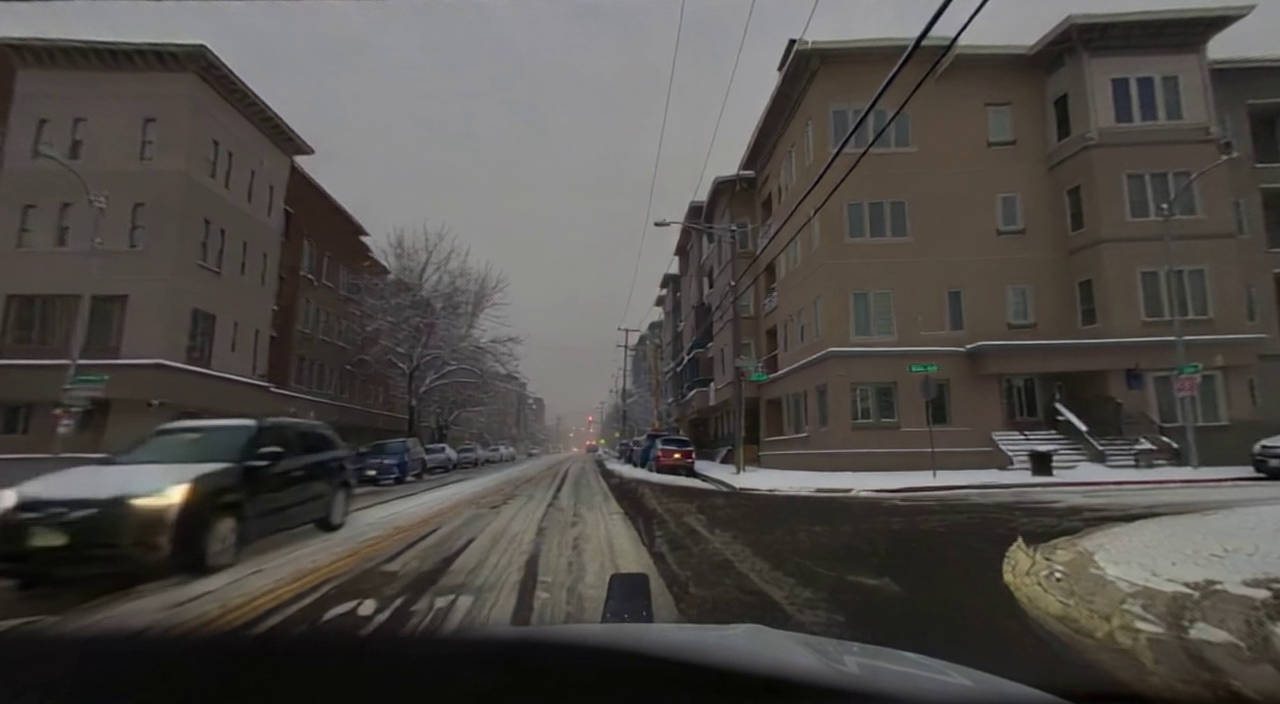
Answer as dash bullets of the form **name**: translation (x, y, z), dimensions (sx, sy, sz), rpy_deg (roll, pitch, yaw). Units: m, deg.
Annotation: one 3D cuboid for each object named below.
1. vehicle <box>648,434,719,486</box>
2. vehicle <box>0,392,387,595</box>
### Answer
- **vehicle**: translation (1.572, 4.208, 24.798), dimensions (2.164, 1.721, 4.416), rpy_deg (-3, -9, -3)
- **vehicle**: translation (-5.183, 1.628, 8.130), dimensions (2.201, 1.801, 4.750), rpy_deg (1, -9, -5)
